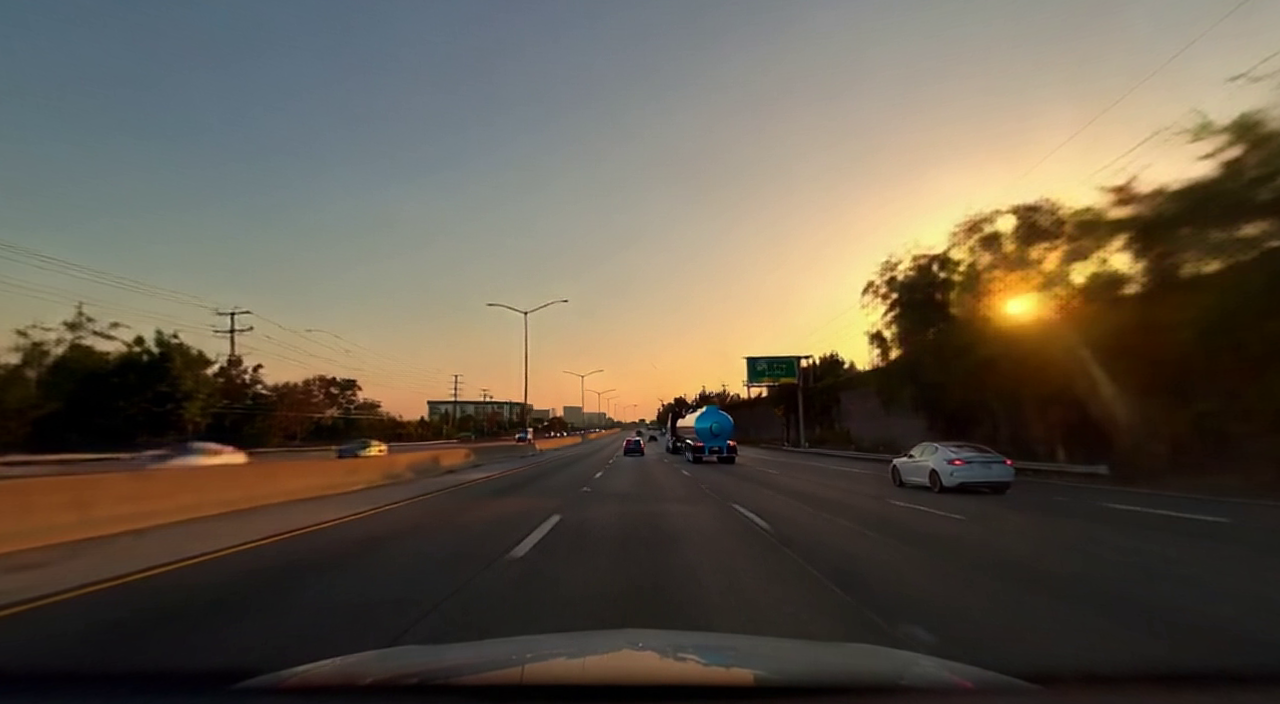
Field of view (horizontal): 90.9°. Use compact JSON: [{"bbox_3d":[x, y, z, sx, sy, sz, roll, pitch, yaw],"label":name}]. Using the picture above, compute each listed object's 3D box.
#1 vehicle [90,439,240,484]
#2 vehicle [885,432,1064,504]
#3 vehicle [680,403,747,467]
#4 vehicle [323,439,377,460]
[{"bbox_3d":[-17.404,4.015,23.458,2.076,1.488,4.533,0,-8,0],"label":"vehicle"},{"bbox_3d":[7.941,2.786,15.598,1.905,1.480,4.624,0,-8,0],"label":"vehicle"},{"bbox_3d":[3.915,4.737,35.516,2.791,3.179,8.074,0,-8,0],"label":"vehicle"},{"bbox_3d":[-21.379,7.212,46.723,1.890,1.474,4.461,0,-8,0],"label":"vehicle"}]
